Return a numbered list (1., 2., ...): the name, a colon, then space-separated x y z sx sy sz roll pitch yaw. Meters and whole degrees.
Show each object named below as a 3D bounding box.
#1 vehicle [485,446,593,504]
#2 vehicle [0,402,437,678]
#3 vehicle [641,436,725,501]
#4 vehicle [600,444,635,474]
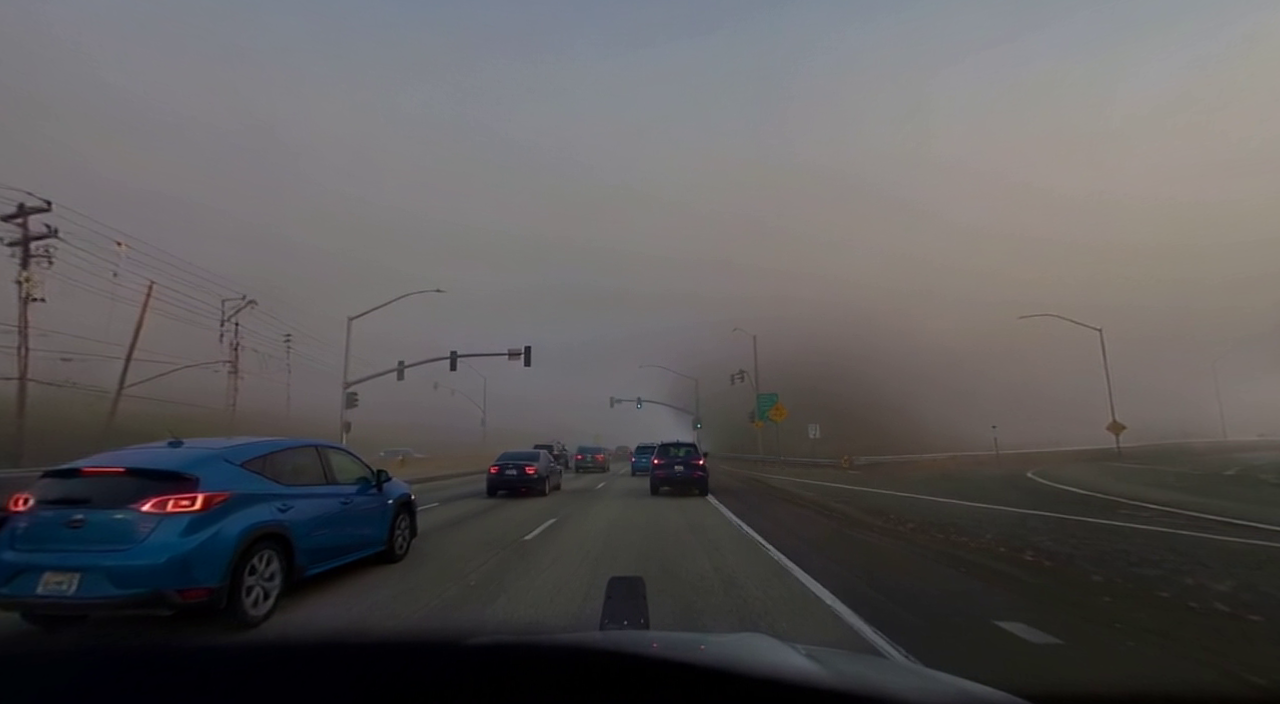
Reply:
1. vehicle: -2.712 3.440 18.089 2.105 1.436 4.311 -1 -9 4
2. vehicle: -3.765 1.450 6.046 2.018 1.621 4.441 0 -9 2
3. vehicle: 1.209 3.360 18.569 2.205 1.691 3.937 -1 -9 2
4. vehicle: -1.367 6.662 39.556 1.788 1.773 3.731 -1 -9 5
